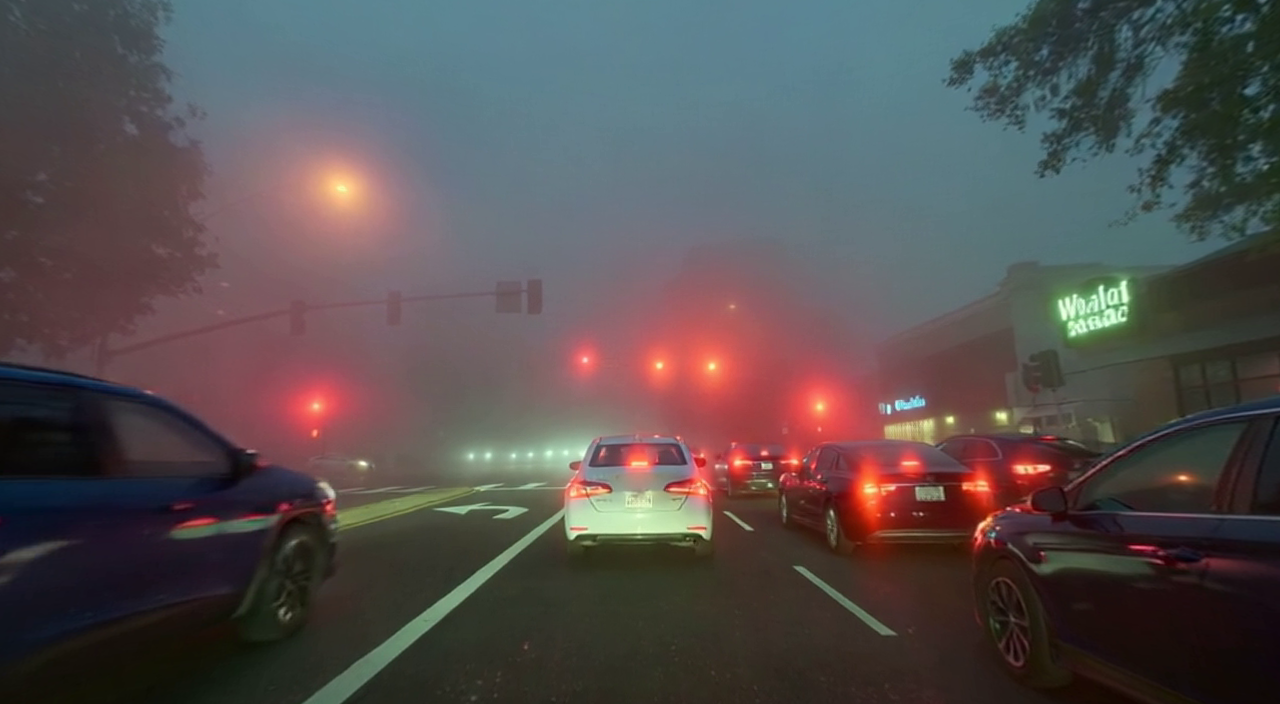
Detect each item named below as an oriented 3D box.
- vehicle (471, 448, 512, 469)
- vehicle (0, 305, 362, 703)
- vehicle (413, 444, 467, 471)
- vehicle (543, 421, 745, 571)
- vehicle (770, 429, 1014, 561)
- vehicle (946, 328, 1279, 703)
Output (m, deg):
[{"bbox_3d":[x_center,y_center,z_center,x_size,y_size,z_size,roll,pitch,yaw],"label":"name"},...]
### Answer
[{"bbox_3d":[-11.230,8.054,48.095,2.099,1.478,4.411,0,-9,0],"label":"vehicle"},{"bbox_3d":[-3.416,0.833,2.740,2.257,1.823,4.777,0,-9,0],"label":"vehicle"},{"bbox_3d":[-15.066,7.931,47.903,2.395,1.903,4.860,0,-9,1],"label":"vehicle"},{"bbox_3d":[0.025,1.823,8.688,2.154,1.577,3.723,0,-9,0],"label":"vehicle"},{"bbox_3d":[3.341,1.961,9.423,1.865,1.496,4.170,0,-9,-1],"label":"vehicle"},{"bbox_3d":[3.000,0.740,1.802,2.075,1.661,4.401,0,-9,1],"label":"vehicle"}]
